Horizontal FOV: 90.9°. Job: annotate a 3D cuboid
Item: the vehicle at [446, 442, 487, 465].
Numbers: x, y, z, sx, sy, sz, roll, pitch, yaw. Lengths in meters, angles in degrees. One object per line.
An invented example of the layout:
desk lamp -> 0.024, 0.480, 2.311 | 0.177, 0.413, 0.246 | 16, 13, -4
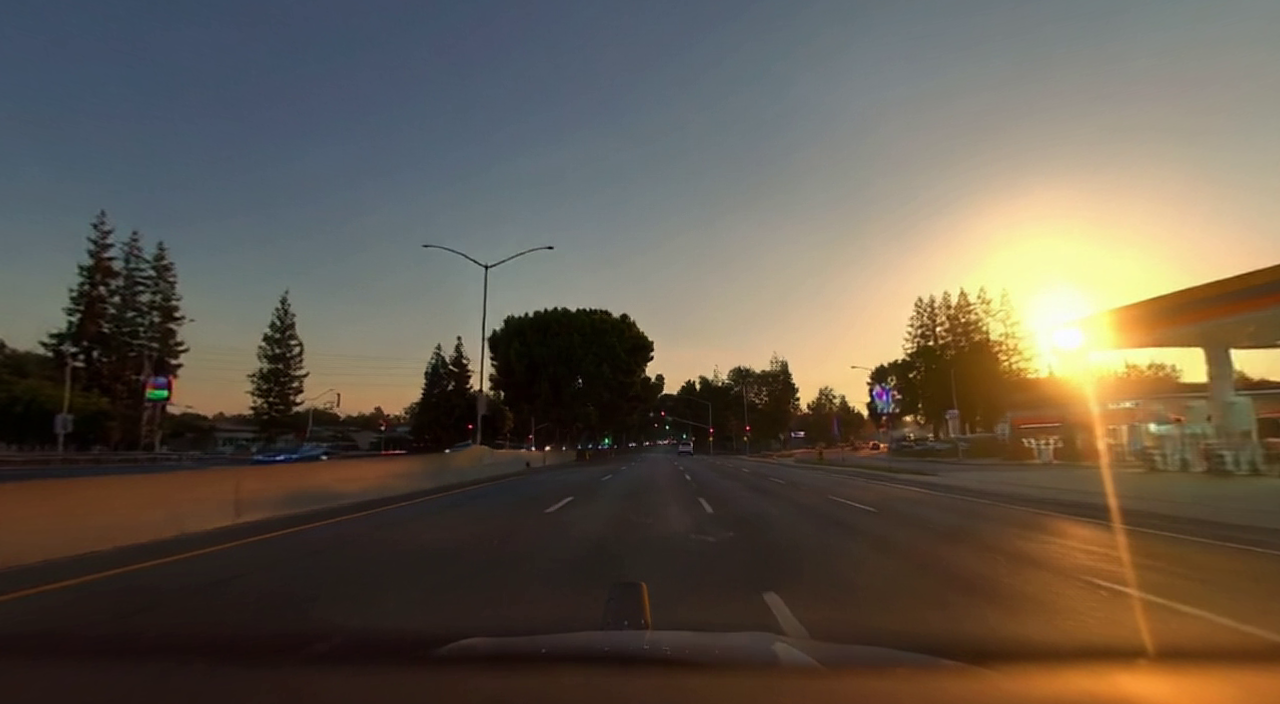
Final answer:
vehicle -> -12.379, 7.252, 45.185 | 1.722, 1.510, 3.779 | 0, -8, 3

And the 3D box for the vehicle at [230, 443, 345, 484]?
vehicle -> -13.965, 4.400, 25.333 | 1.807, 1.477, 4.491 | -1, -8, 3
